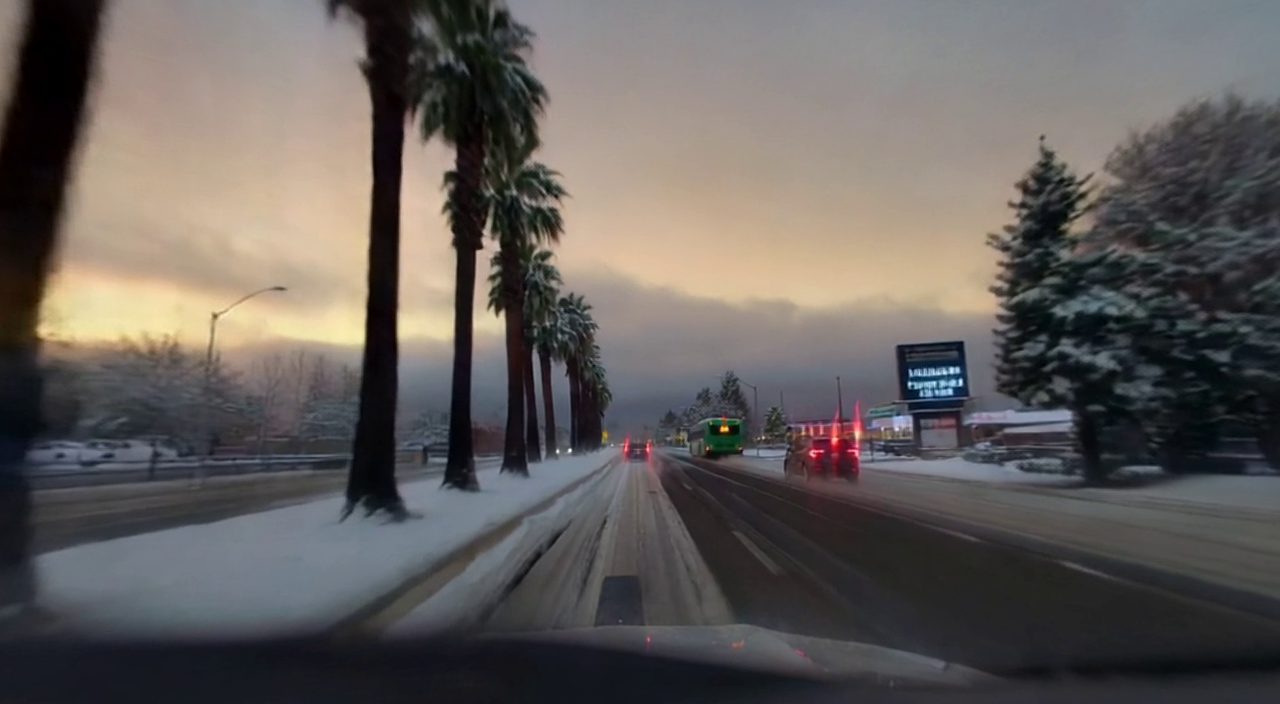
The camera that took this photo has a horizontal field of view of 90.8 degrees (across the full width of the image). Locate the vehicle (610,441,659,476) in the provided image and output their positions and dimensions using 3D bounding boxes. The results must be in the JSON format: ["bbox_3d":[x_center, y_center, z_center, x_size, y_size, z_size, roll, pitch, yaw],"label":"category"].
[{"bbox_3d":[-0.221,4.872,29.181,2.065,1.477,4.306,0,-9,1],"label":"vehicle"}]

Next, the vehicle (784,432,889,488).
[{"bbox_3d":[6.319,3.534,20.898,2.031,1.670,4.154,0,-9,-1],"label":"vehicle"}]
